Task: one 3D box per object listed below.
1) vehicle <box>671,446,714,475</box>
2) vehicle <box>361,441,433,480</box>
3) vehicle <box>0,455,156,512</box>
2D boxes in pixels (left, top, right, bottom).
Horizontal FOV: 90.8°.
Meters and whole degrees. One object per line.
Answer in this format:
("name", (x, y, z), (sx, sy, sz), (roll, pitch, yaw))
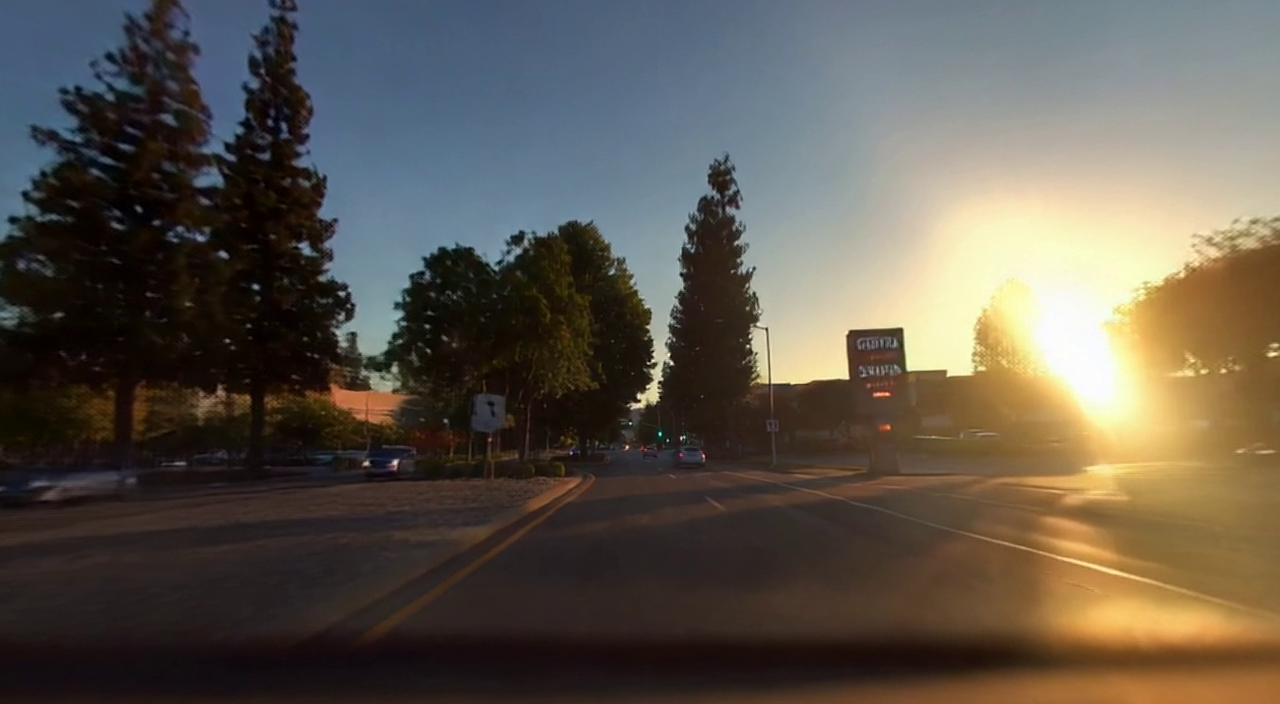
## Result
("vehicle", (2.980, 6.240, 36.710), (1.961, 1.580, 4.020), (0, -8, -3))
("vehicle", (-11.769, 5.248, 30.921), (1.953, 1.761, 4.702), (1, -9, -5))
("vehicle", (-18.323, 4.157, 20.440), (1.827, 1.546, 4.506), (0, -8, -2))
